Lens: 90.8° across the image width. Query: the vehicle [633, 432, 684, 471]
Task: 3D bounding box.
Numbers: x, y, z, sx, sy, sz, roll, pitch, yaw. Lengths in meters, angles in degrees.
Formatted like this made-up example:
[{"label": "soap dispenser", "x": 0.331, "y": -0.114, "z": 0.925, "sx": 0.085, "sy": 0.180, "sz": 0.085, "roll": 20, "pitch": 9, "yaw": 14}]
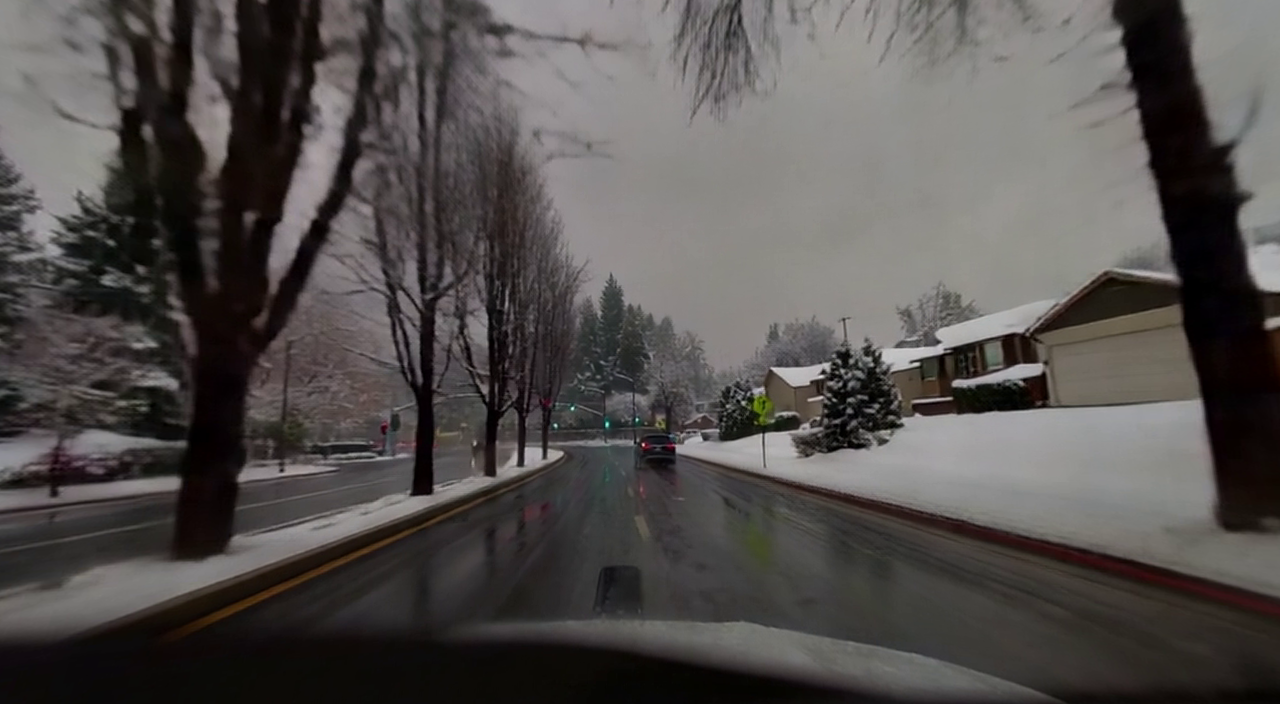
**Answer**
[{"label": "vehicle", "x": 0.801, "y": 4.737, "z": 30.272, "sx": 1.990, "sy": 1.707, "sz": 4.225, "roll": 0, "pitch": -8, "yaw": -5}]
